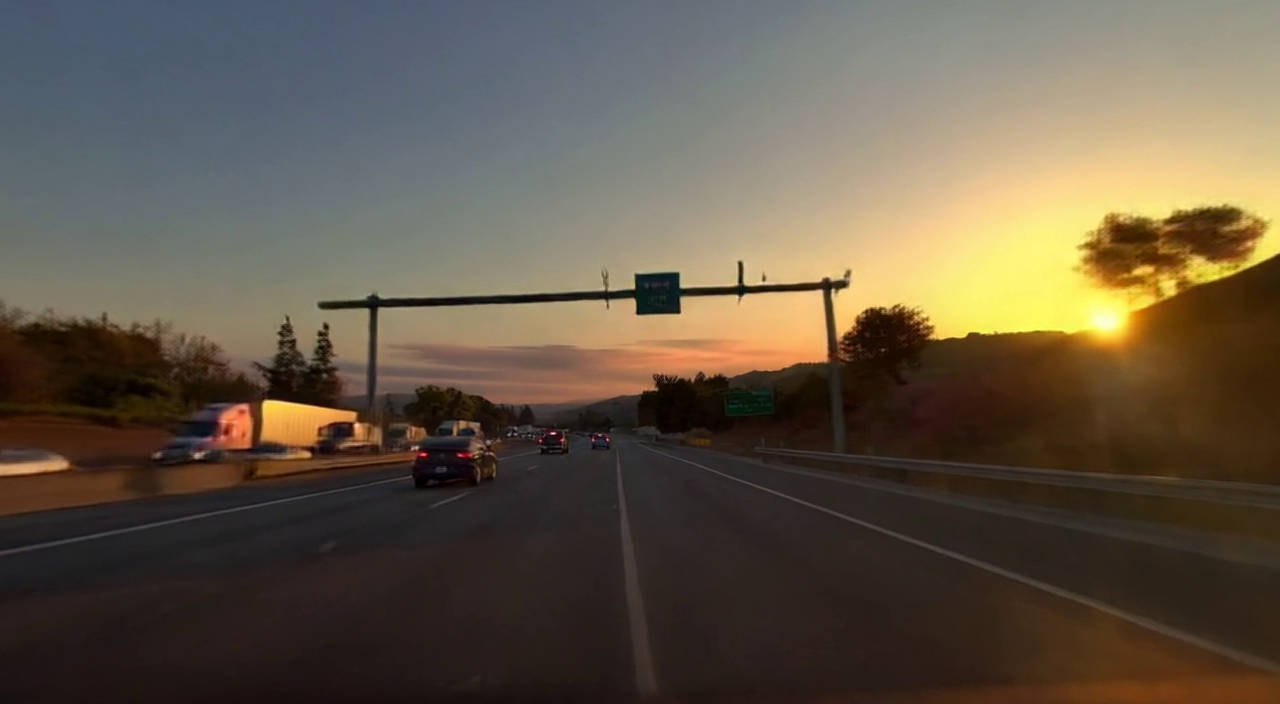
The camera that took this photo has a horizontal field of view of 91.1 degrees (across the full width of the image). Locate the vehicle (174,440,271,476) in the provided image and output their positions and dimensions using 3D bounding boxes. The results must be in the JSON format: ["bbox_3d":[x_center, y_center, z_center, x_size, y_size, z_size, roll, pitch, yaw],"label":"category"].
[{"bbox_3d":[-18.519,4.698,28.118,1.790,1.460,3.806,0,-8,-1],"label":"vehicle"}]

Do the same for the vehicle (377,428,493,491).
[{"bbox_3d":[-5.623,2.978,17.826,1.953,1.550,4.167,0,-8,-1],"label":"vehicle"}]

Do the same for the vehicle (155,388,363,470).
[{"bbox_3d":[-22.477,4.956,39.463,3.348,3.923,16.919,-1,-8,-3],"label":"vehicle"}]
